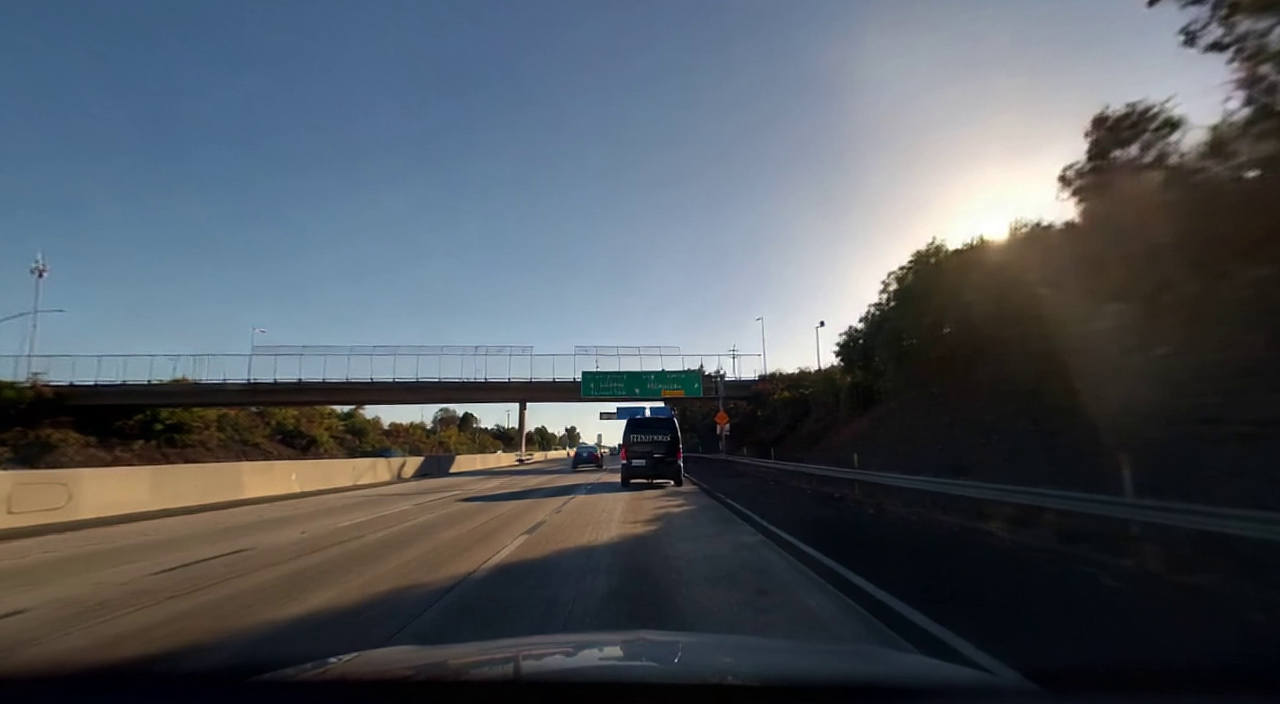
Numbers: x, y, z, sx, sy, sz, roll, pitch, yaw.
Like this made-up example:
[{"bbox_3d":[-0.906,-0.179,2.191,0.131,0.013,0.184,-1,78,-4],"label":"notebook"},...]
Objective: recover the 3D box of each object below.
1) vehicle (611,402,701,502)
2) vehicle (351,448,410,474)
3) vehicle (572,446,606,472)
[{"bbox_3d":[0.333,3.001,19.103,2.332,2.558,5.314,0,-9,-2],"label":"vehicle"},{"bbox_3d":[-16.065,6.736,39.284,1.922,1.484,4.118,0,-9,0],"label":"vehicle"},{"bbox_3d":[-3.175,6.699,39.679,1.788,1.500,3.475,0,-9,0],"label":"vehicle"}]
